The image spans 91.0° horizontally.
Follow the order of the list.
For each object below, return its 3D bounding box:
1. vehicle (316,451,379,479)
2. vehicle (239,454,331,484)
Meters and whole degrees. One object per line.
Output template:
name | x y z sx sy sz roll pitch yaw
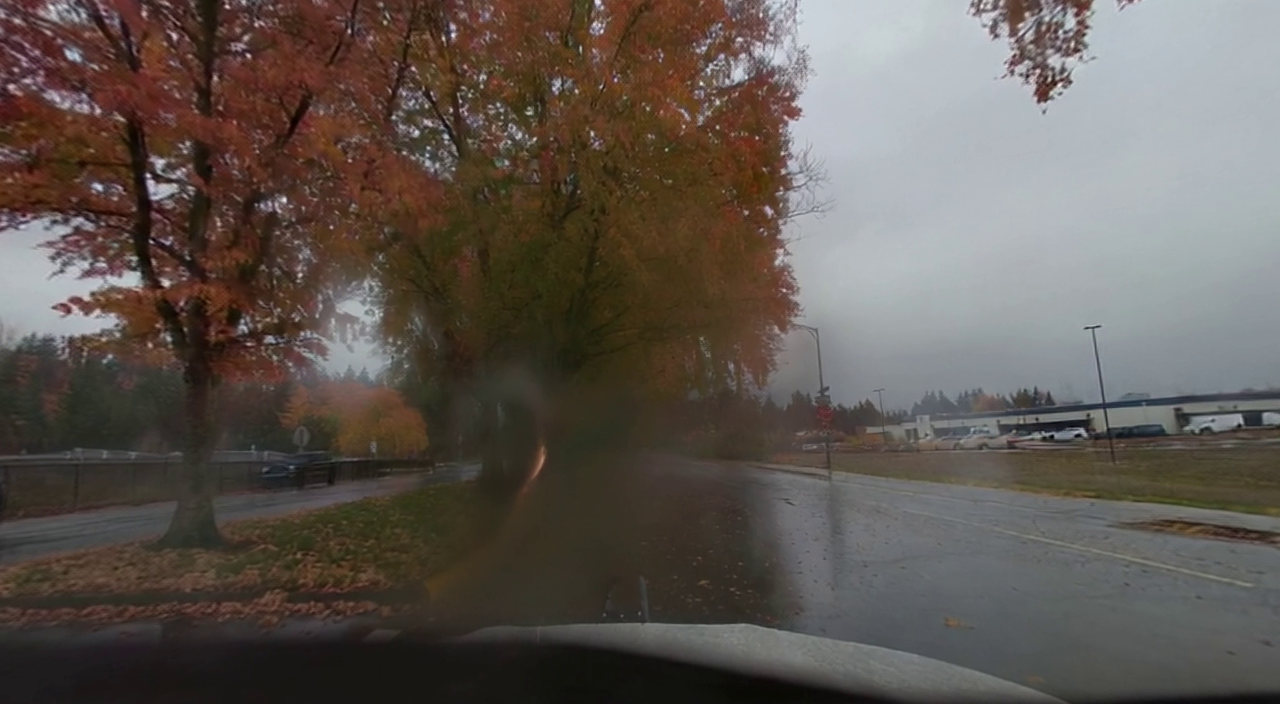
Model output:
vehicle | -19.474 7.509 42.049 1.902 1.720 3.248 -4 -10 25
vehicle | -21.495 7.078 38.287 1.907 1.644 4.410 -5 -10 29
